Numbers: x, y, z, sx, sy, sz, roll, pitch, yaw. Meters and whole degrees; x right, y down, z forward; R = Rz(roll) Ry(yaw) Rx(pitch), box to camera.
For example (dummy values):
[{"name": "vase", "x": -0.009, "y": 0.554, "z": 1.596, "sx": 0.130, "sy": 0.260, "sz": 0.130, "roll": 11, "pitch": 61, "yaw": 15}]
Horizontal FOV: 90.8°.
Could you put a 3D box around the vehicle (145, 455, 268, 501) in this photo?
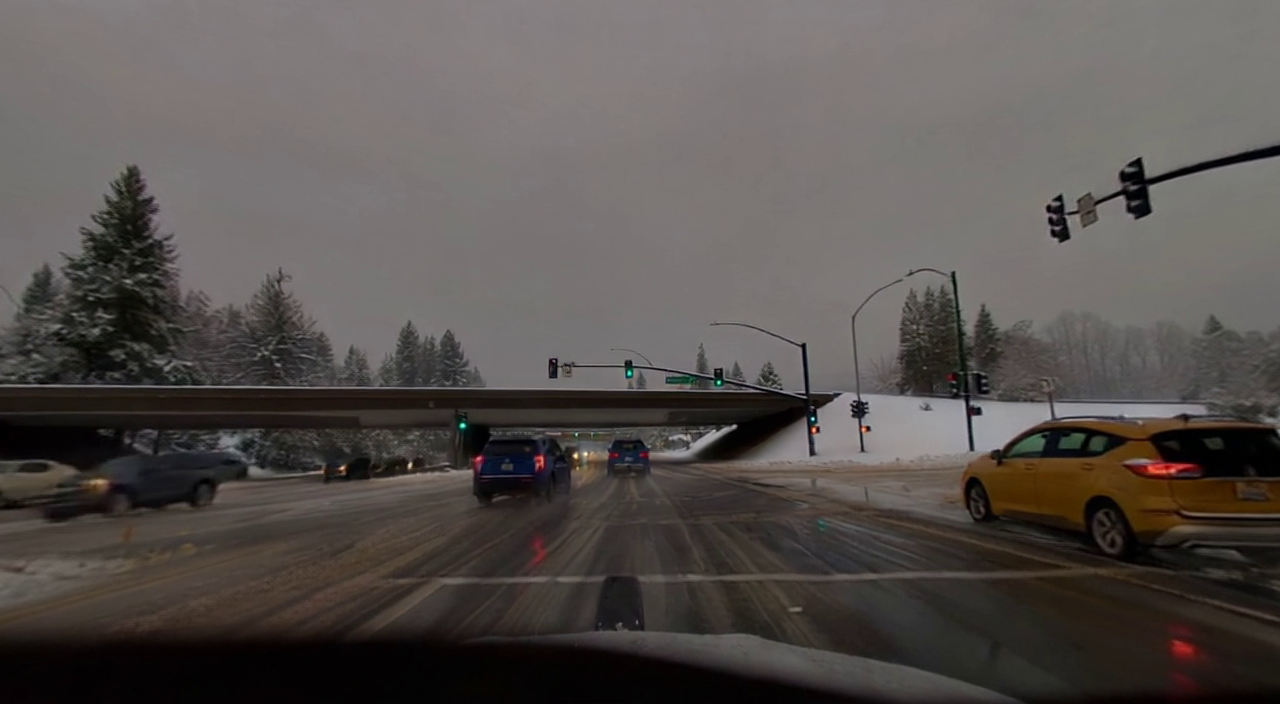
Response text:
[{"name": "vehicle", "x": -19.569, "y": 5.668, "z": 28.846, "sx": 2.131, "sy": 1.816, "sz": 4.960, "roll": 0, "pitch": -8, "yaw": -1}]

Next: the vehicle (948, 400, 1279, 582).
[{"name": "vehicle", "x": 6.283, "y": 1.693, "z": 8.480, "sx": 2.074, "sy": 1.785, "sz": 4.320, "roll": 0, "pitch": -8, "yaw": 0}]

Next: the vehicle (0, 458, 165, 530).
[{"name": "vehicle", "x": -15.498, "y": 3.687, "z": 16.995, "sx": 1.859, "sy": 1.542, "sz": 4.657, "roll": 0, "pitch": -8, "yaw": -1}]

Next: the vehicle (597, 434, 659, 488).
[{"name": "vehicle", "x": -0.481, "y": 4.490, "z": 26.440, "sx": 2.342, "sy": 2.026, "sz": 4.642, "roll": 0, "pitch": -8, "yaw": 0}]

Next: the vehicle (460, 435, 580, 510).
[{"name": "vehicle", "x": -3.089, "y": 3.212, "z": 17.429, "sx": 2.060, "sy": 1.768, "sz": 4.681, "roll": -1, "pitch": -8, "yaw": 4}]

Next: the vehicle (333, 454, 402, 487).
[{"name": "vehicle", "x": -16.185, "y": 7.018, "z": 37.782, "sx": 2.007, "sy": 1.730, "sz": 4.774, "roll": 0, "pitch": -8, "yaw": 0}]

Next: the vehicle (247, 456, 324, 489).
[{"name": "vehicle", "x": -23.400, "y": 7.939, "z": 41.988, "sx": 2.039, "sy": 1.965, "sz": 5.291, "roll": 0, "pitch": -8, "yaw": 0}]
